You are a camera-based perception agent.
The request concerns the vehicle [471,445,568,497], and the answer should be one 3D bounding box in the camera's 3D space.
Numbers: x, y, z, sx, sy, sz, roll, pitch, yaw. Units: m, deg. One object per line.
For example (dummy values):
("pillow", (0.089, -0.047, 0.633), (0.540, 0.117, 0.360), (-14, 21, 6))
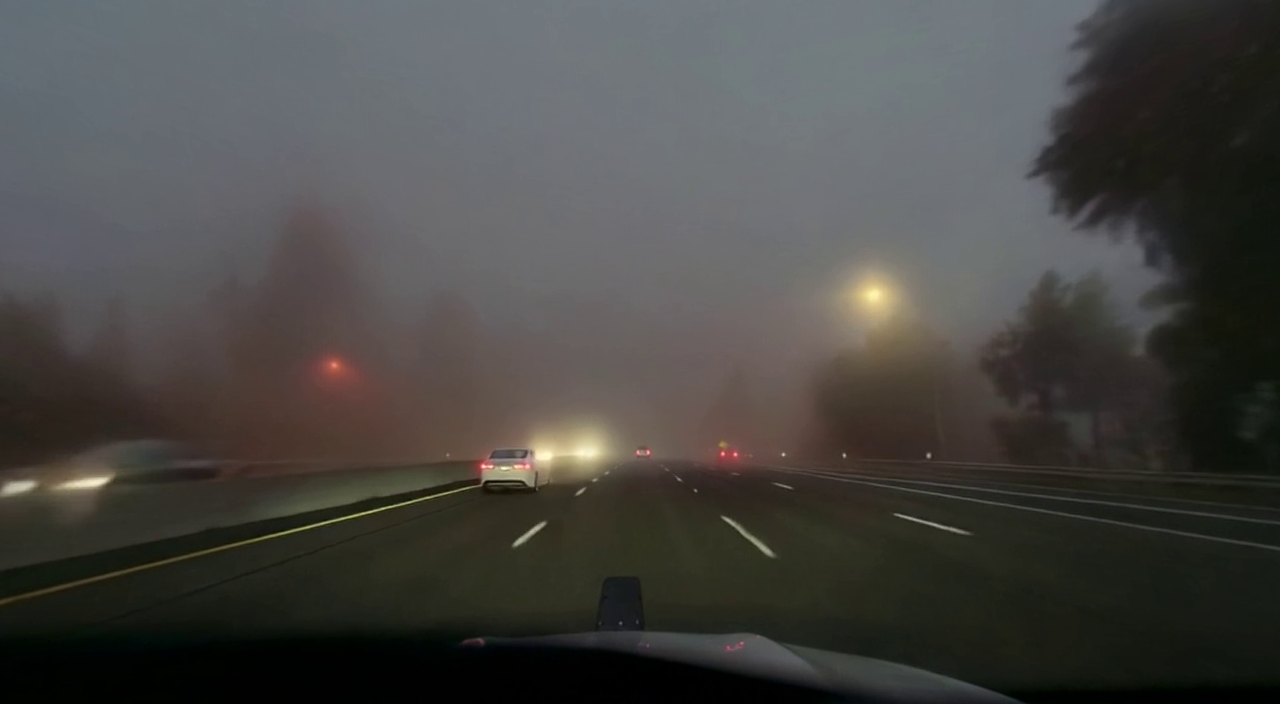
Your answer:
("vehicle", (-3.775, 3.817, 20.650), (2.162, 1.493, 4.583), (0, -9, 1))
